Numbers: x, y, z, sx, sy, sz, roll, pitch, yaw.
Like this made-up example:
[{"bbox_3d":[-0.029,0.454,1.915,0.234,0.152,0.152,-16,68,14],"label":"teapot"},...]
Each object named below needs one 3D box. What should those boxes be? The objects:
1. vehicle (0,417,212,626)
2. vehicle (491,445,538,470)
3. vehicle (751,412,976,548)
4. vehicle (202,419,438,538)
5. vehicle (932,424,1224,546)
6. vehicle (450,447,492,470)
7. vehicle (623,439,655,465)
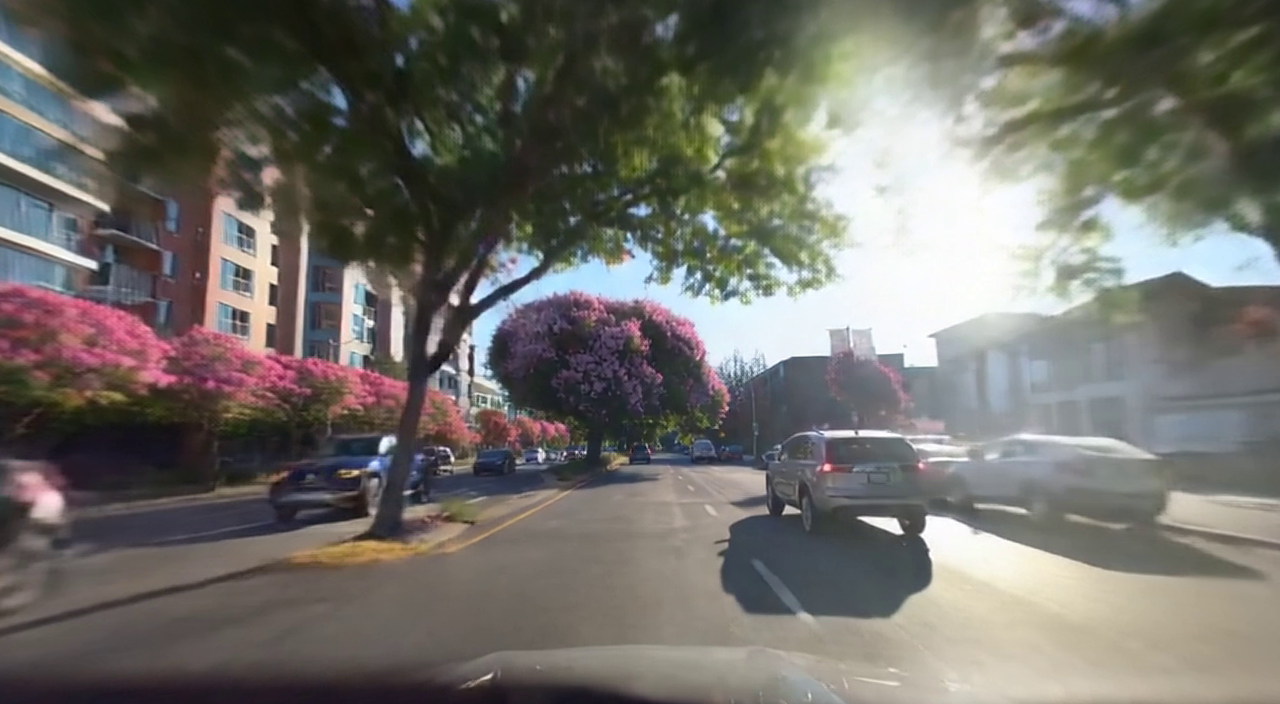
[{"bbox_3d":[-5.657,1.225,4.349,2.012,1.501,4.626,-2,-7,3],"label":"vehicle"},{"bbox_3d":[-7.778,6.565,39.393,1.931,1.491,4.026,0,-8,2],"label":"vehicle"},{"bbox_3d":[3.320,2.004,10.546,2.071,1.747,4.549,0,-8,0],"label":"vehicle"},{"bbox_3d":[-5.685,2.255,12.098,2.034,1.771,4.795,-1,-7,0],"label":"vehicle"},{"bbox_3d":[7.264,2.217,11.259,2.022,1.714,4.550,0,-8,2],"label":"vehicle"},{"bbox_3d":[-11.615,7.321,43.511,1.779,1.495,3.766,0,-8,2],"label":"vehicle"},{"bbox_3d":[-0.045,7.256,45.833,2.244,1.813,4.129,0,-8,1],"label":"vehicle"}]
